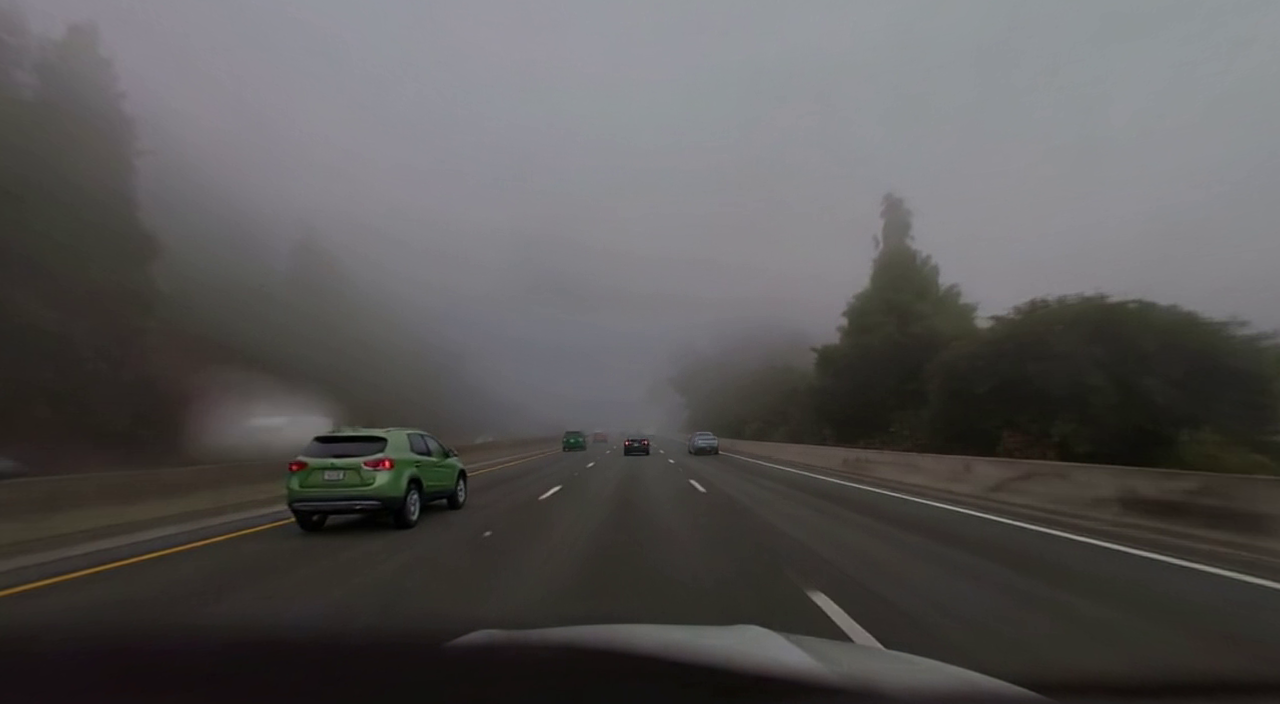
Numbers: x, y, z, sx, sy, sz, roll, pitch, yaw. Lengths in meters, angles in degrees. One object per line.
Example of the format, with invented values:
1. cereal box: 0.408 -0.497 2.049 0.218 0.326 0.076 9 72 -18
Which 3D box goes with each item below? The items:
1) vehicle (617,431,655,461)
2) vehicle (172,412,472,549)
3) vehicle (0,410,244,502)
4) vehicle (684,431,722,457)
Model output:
1. vehicle: -0.191 4.808 32.504 1.869 1.466 3.356 0 -8 0
2. vehicle: -4.185 1.753 9.466 2.023 1.512 4.804 0 -8 0
3. vehicle: -13.214 2.624 16.461 2.278 1.972 5.375 0 -8 0
4. vehicle: 3.775 5.605 38.505 1.841 1.491 3.869 0 -8 -2
